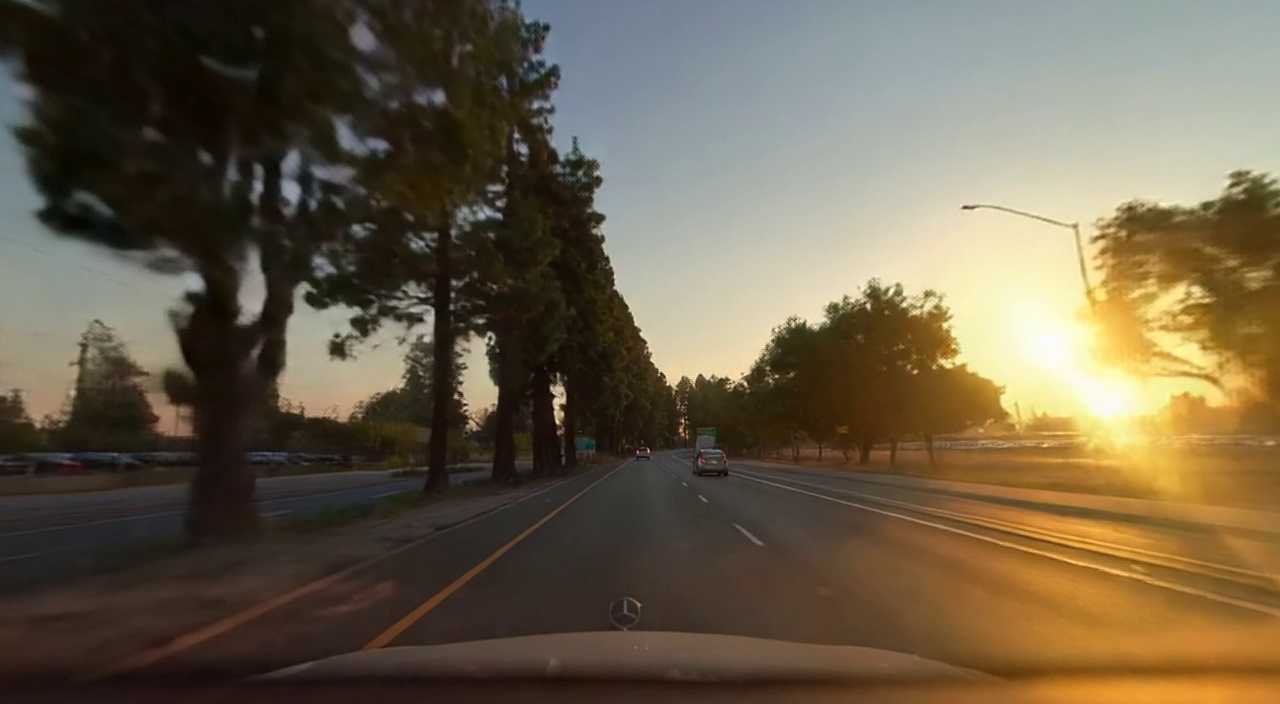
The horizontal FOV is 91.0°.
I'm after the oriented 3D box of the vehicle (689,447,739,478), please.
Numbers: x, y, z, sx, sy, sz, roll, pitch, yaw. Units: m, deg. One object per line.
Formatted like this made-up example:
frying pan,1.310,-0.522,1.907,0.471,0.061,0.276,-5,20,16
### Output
vehicle,3.922,5.919,33.906,2.115,1.522,4.330,0,-9,-1
